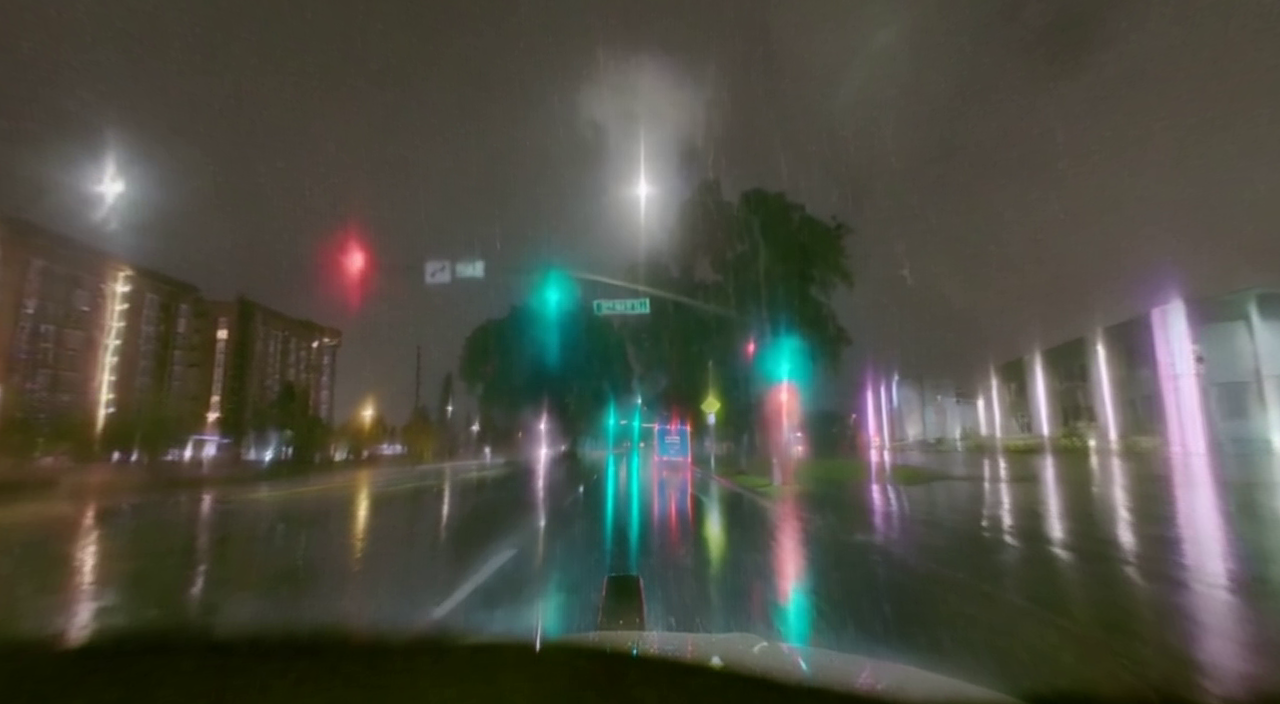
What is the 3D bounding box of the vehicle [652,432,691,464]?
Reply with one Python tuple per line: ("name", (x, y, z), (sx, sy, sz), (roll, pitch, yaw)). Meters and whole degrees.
("vehicle", (2.204, 7.056, 46.386), (2.514, 2.218, 5.013), (0, -9, -1))
